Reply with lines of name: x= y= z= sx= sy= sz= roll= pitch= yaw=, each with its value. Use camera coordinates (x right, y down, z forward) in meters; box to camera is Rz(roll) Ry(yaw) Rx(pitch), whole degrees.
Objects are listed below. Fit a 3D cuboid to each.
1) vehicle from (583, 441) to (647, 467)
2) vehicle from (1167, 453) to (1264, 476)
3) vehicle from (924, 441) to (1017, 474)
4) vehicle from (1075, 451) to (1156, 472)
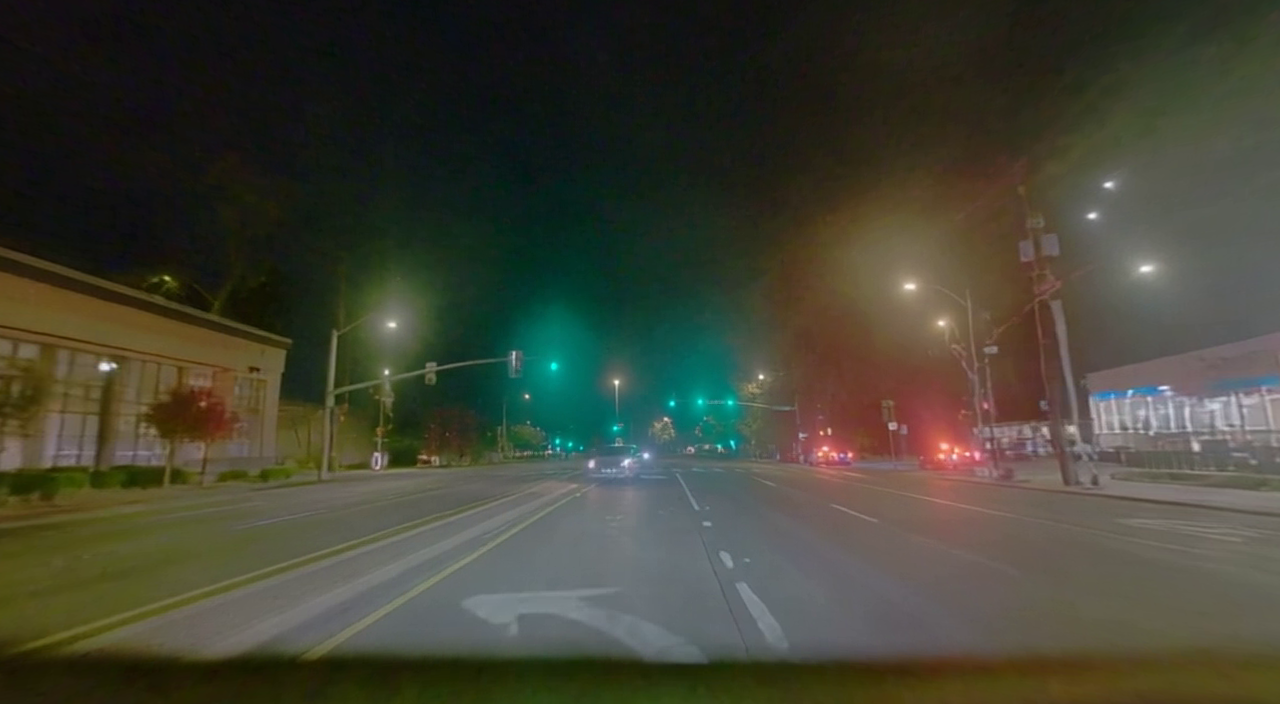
vehicle: x=-1.794 y=7.165 z=44.567 sx=2.010 sy=1.728 sz=4.408 roll=8 pitch=-12 yaw=-44
vehicle: x=40.530 y=7.881 z=44.596 sx=1.790 sy=1.474 sz=4.620 roll=4 pitch=-9 yaw=-25
vehicle: x=23.666 y=7.552 z=45.540 sx=2.195 sy=2.201 sz=5.616 roll=5 pitch=-10 yaw=-26
vehicle: x=37.446 y=8.595 z=49.871 sx=1.868 sy=1.566 sz=4.647 roll=5 pitch=-10 yaw=-28
